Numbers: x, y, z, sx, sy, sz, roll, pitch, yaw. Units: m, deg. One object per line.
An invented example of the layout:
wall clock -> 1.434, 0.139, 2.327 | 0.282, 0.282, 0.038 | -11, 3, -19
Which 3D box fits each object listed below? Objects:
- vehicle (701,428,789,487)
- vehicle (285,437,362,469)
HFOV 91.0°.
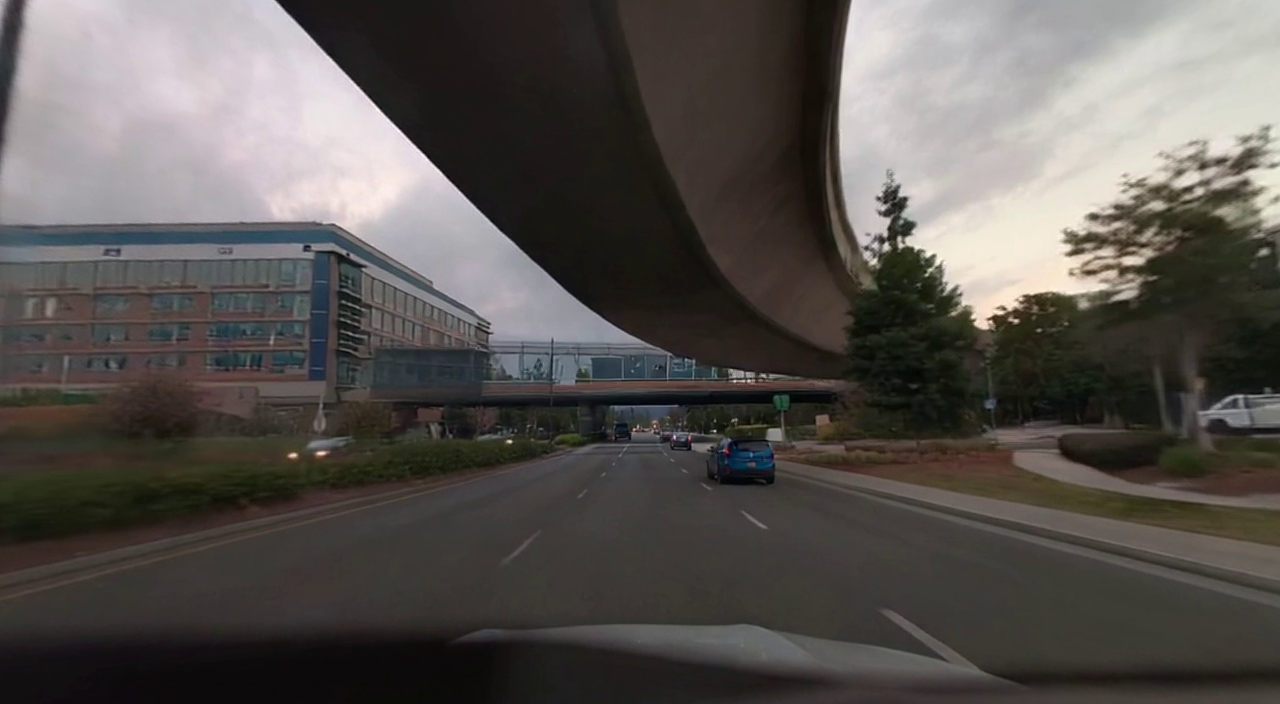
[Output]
vehicle -> 3.317, 3.467, 20.912 | 2.110, 1.712, 4.489 | 0, -9, -1
vehicle -> -19.120, 6.109, 38.357 | 2.056, 1.793, 4.976 | 0, -9, 0
